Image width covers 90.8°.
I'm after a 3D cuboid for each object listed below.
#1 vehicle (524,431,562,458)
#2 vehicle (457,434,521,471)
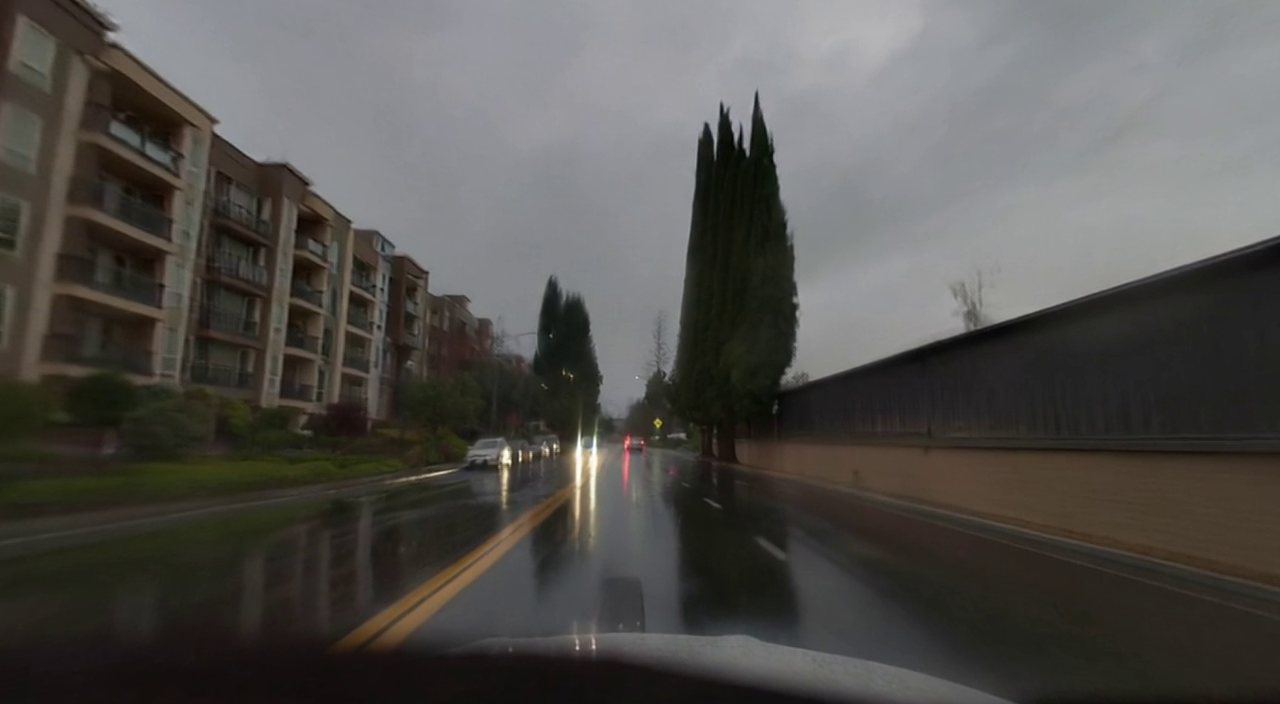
[{"bbox_3d":[-7.481,7.175,49.352,2.098,1.851,4.817,2,-7,1],"label":"vehicle"},{"bbox_3d":[-7.206,4.843,30.599,1.913,1.560,4.513,2,-8,0],"label":"vehicle"}]
